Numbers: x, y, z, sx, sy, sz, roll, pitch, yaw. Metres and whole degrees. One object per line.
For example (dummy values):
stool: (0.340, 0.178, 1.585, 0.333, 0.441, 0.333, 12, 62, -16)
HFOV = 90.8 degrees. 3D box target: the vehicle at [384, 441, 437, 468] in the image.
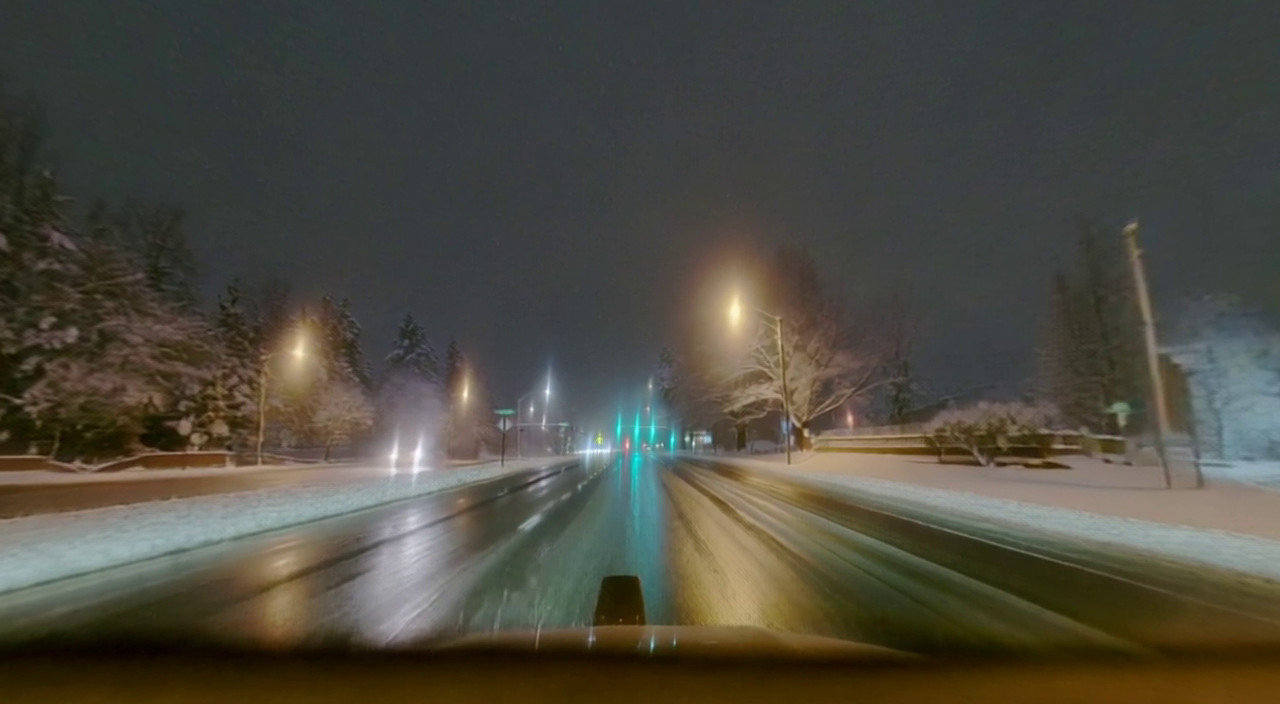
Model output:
vehicle: (-16.446, 7.342, 45.477, 2.025, 1.802, 4.468, 0, -8, 1)
